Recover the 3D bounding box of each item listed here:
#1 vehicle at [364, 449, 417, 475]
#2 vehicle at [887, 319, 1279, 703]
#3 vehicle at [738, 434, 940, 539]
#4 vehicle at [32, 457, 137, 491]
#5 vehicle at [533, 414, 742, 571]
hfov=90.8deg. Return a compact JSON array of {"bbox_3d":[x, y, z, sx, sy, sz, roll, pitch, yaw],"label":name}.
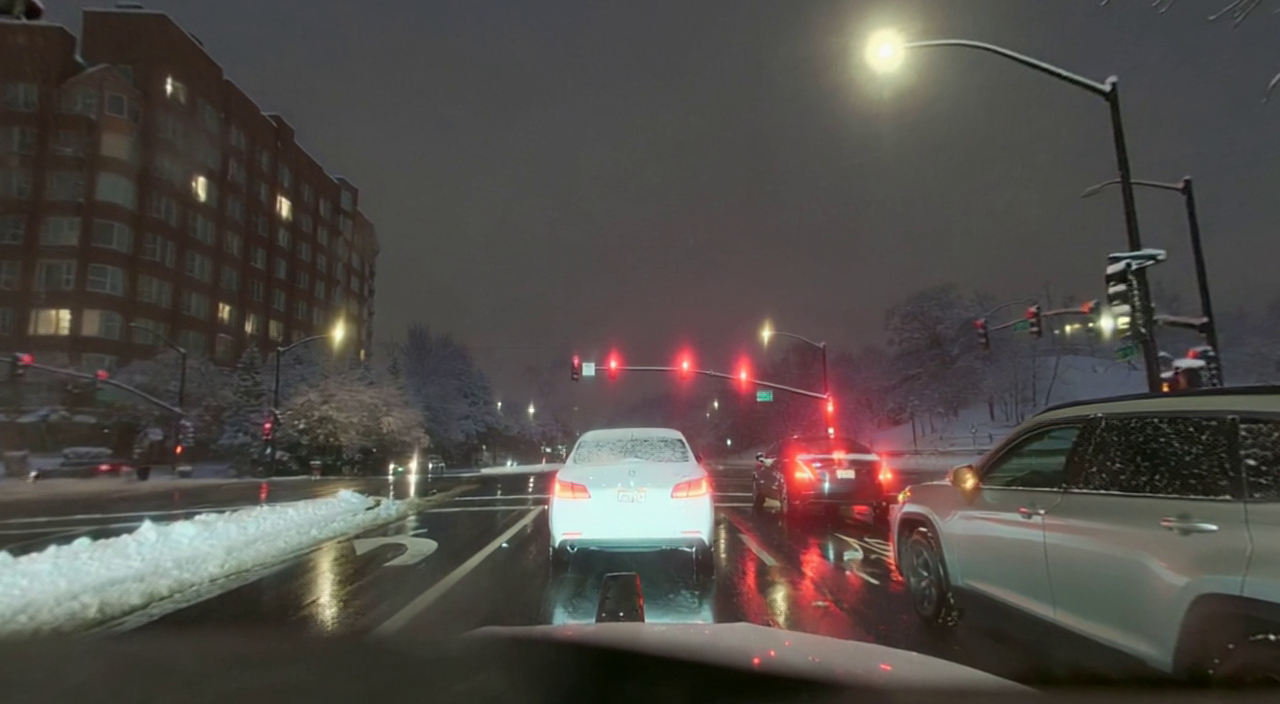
[{"bbox_3d":[-18.728,8.256,47.662,2.026,1.836,4.726,0,-8,0],"label":"vehicle"},{"bbox_3d":[2.995,0.869,2.657,2.103,1.701,4.294,0,-8,-1],"label":"vehicle"},{"bbox_3d":[3.152,2.219,11.141,2.001,1.463,4.398,0,-8,-2],"label":"vehicle"},{"bbox_3d":[-32.332,7.099,36.835,4.448,1.837,2.021,-1,-9,7],"label":"vehicle"},{"bbox_3d":[-0.075,1.779,8.734,2.188,1.637,4.027,0,-8,-1],"label":"vehicle"}]
